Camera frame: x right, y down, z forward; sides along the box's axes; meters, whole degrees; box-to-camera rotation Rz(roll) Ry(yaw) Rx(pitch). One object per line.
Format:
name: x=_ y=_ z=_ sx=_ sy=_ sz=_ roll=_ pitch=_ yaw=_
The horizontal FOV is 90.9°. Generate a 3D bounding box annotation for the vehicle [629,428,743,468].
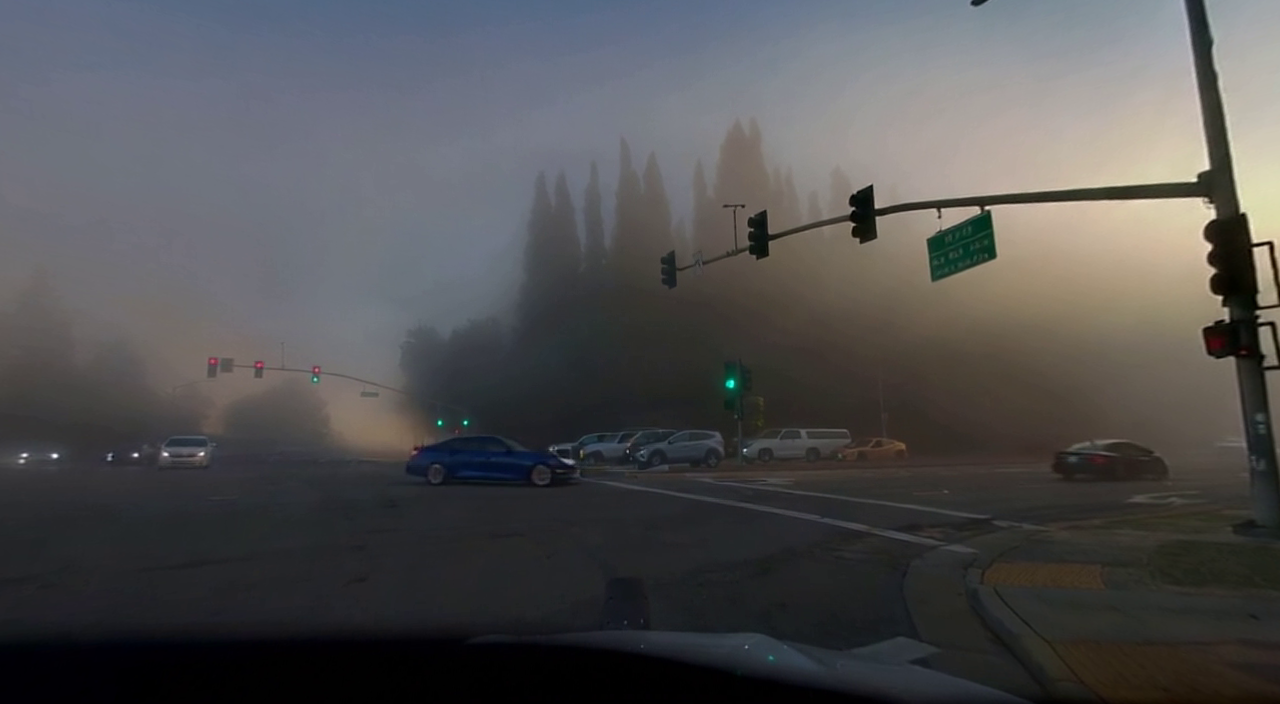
vehicle: x=1.945 y=4.043 z=26.729 sx=4.483 sy=1.589 sz=1.852 roll=4 pitch=-9 yaw=-26

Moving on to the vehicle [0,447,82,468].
vehicle: x=-44.282 y=7.734 z=46.227 sx=4.589 sy=1.462 sz=1.953 roll=0 pitch=-8 yaw=-5

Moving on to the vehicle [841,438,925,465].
vehicle: x=13.877 y=5.645 z=35.918 sx=4.457 sy=1.429 sz=1.862 roll=4 pitch=-9 yaw=-26

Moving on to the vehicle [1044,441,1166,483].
vehicle: x=17.251 y=4.014 z=23.338 sx=4.425 sy=1.366 sz=1.865 roll=4 pitch=-9 yaw=-29

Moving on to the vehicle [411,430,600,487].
vehicle: x=-3.636 y=2.922 z=17.445 sx=4.686 sy=1.425 sz=2.018 roll=-2 pitch=-8 yaw=12

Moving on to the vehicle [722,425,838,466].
vehicle: x=7.350 y=4.927 z=33.077 sx=5.791 sy=1.964 sz=2.199 roll=5 pitch=-9 yaw=-26

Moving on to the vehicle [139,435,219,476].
vehicle: x=-22.521 y=4.972 z=30.662 sx=2.450 sy=1.807 sz=5.332 roll=7 pitch=-11 yaw=-41
